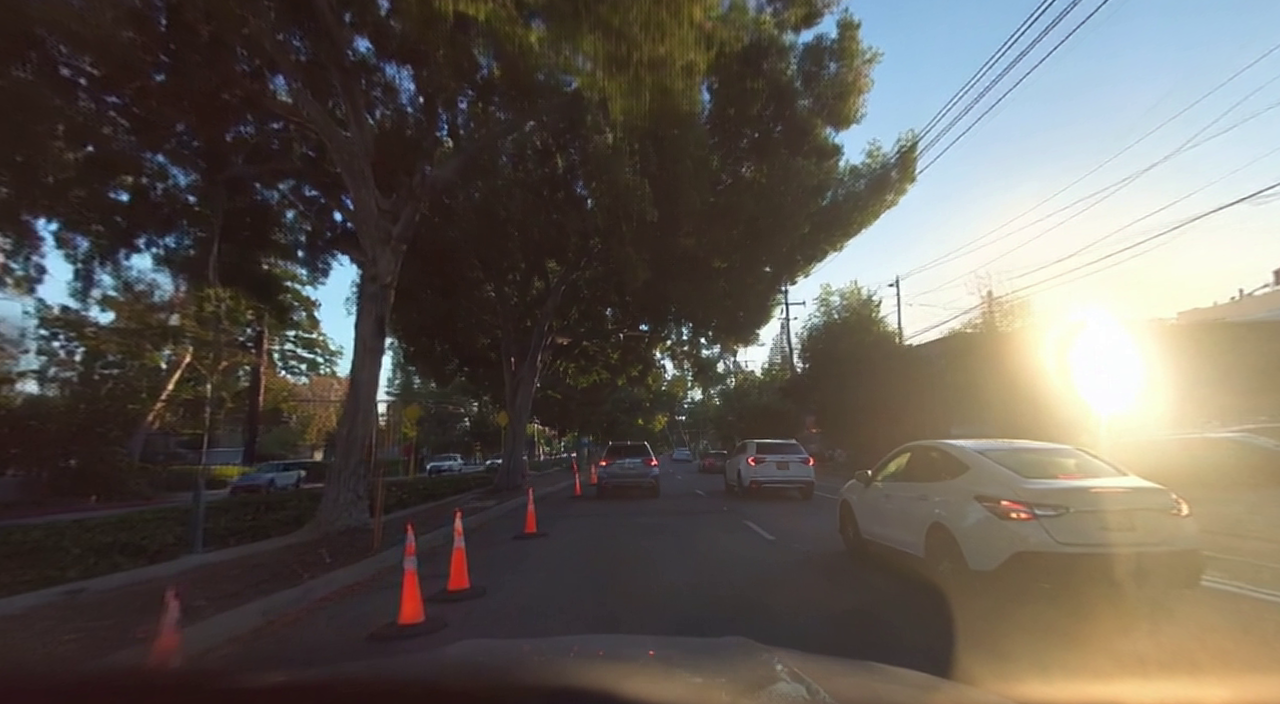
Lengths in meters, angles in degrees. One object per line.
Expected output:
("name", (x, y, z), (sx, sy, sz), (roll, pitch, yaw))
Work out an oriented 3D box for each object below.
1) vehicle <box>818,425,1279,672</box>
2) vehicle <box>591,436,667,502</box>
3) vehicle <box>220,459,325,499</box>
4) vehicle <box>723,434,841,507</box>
("vehicle", (3.425, 1.514, 6.166), (1.977, 1.460, 4.565), (0, -8, -1))
("vehicle", (-0.313, 3.434, 19.022), (2.050, 1.745, 3.915), (-1, -8, 0))
("vehicle", (-16.226, 5.606, 28.244), (1.973, 1.457, 4.564), (-1, -8, 0))
("vehicle", (3.783, 3.240, 17.851), (2.116, 1.726, 4.672), (0, -8, -2))
